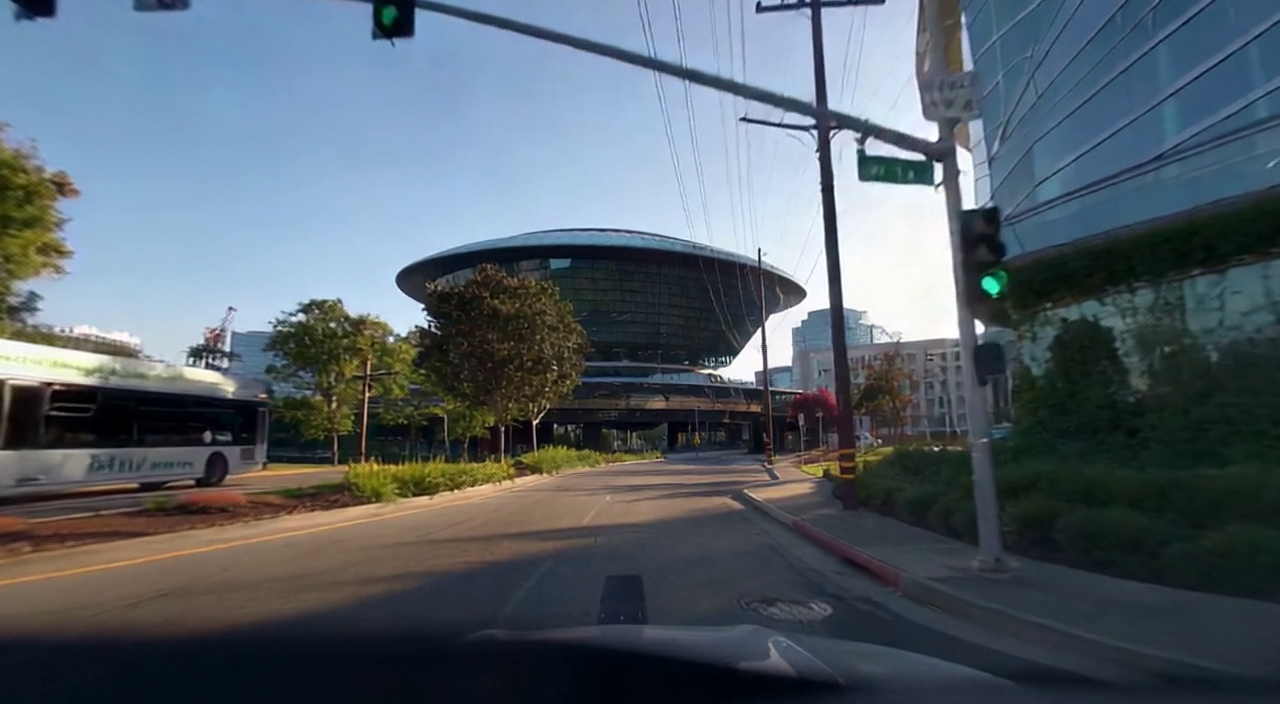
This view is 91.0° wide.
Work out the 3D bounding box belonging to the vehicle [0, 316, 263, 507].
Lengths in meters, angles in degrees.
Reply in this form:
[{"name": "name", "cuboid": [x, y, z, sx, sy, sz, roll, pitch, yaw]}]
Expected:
[{"name": "vehicle", "cuboid": [-15.170, 1.730, 16.625, 3.014, 4.047, 11.442, 0, -9, 2]}]
